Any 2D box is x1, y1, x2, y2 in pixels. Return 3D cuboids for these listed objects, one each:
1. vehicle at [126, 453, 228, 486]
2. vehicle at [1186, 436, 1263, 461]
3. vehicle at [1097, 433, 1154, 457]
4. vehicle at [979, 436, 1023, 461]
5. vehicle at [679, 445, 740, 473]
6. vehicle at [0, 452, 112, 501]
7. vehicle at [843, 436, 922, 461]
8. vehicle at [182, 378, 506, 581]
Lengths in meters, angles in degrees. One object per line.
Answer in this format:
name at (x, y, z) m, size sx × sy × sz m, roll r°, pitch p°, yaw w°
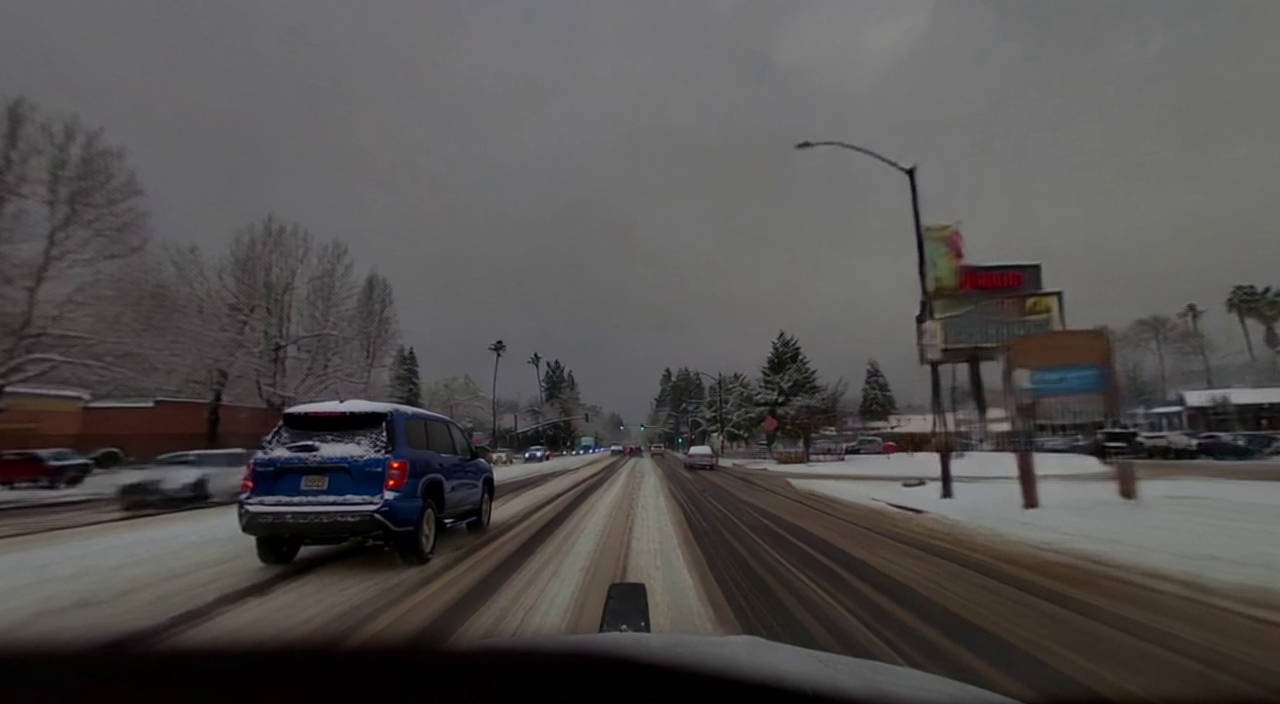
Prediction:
vehicle at (-25.507, 6.462, 34.941) m, size 4.238 × 1.584 × 1.949 m, roll 4°, pitch -9°, yaw -28°
vehicle at (35.885, 5.953, 38.845) m, size 1.815 × 1.419 × 4.726 m, roll -4°, pitch -9°, yaw 22°
vehicle at (34.284, 6.621, 44.627) m, size 1.982 × 1.611 × 4.314 m, roll -4°, pitch -9°, yaw 21°
vehicle at (27.052, 7.260, 47.408) m, size 1.993 × 1.806 × 4.813 m, roll -4°, pitch -9°, yaw 20°
vehicle at (3.983, 6.250, 37.060) m, size 1.919 × 1.472 × 4.470 m, roll 2°, pitch -9°, yaw -17°
vehicle at (-25.134, 5.058, 25.855) m, size 4.951 × 1.852 × 2.185 m, roll 5°, pitch -10°, yaw -33°
vehicle at (16.809, 6.720, 43.775) m, size 4.705 × 1.630 × 1.887 m, roll -6°, pitch -10°, yaw 32°
vehicle at (-3.399, 1.594, 8.539) m, size 2.152 × 1.987 × 4.527 m, roll 0°, pitch -9°, yaw 0°
